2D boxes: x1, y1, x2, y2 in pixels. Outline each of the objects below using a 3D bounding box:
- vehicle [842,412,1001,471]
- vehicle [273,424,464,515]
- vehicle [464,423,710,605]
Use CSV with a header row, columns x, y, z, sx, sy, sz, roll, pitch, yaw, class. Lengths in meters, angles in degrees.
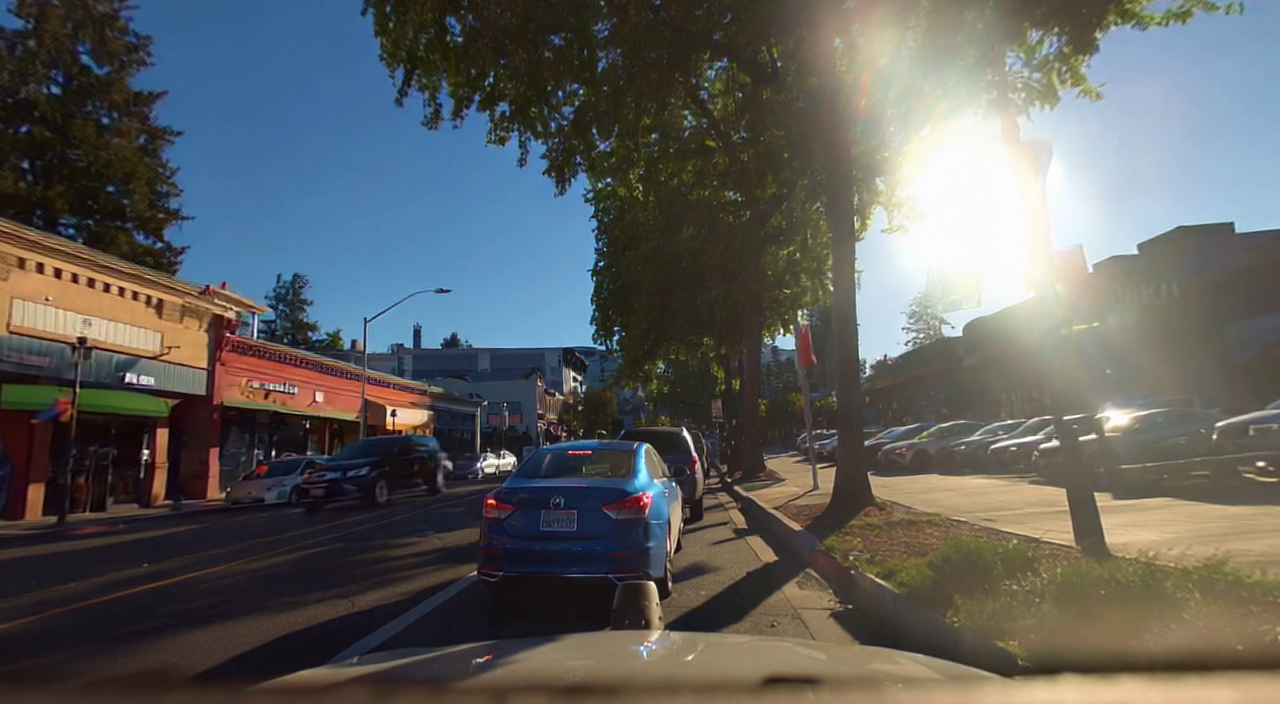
x,y,z,sx,sy,sz,roll,pitch,yaw,class
9.016,2.835,20.219,4.558,1.528,1.915,0,-8,-23,vehicle
-6.289,2.784,15.396,2.071,1.811,4.711,-3,-9,8,vehicle
-0.265,1.639,7.316,1.939,1.478,3.922,-2,-8,9,vehicle
